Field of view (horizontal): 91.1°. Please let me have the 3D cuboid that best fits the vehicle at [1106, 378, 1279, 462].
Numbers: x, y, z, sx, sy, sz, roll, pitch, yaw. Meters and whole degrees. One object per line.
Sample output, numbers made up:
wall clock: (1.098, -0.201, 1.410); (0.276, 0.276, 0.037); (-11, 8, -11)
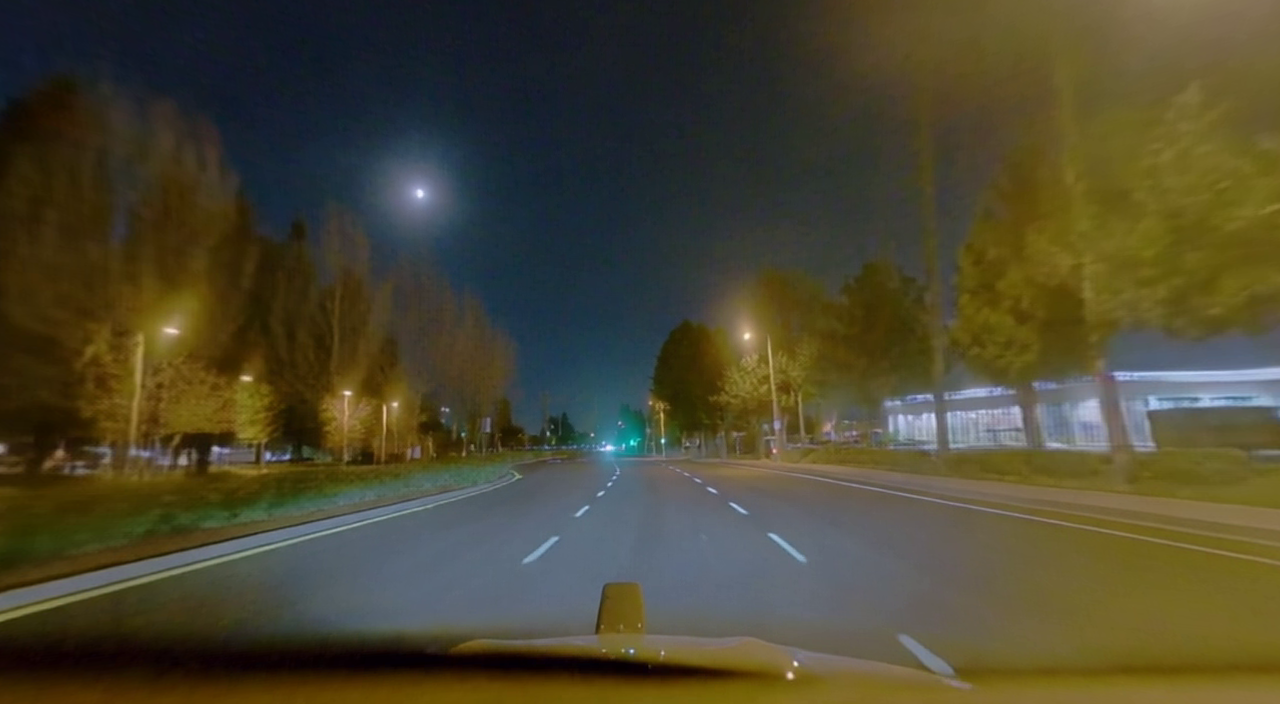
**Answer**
vehicle: (24.069, 2.874, 25.992); (7.144, 3.248, 2.873); (0, -9, -1)
